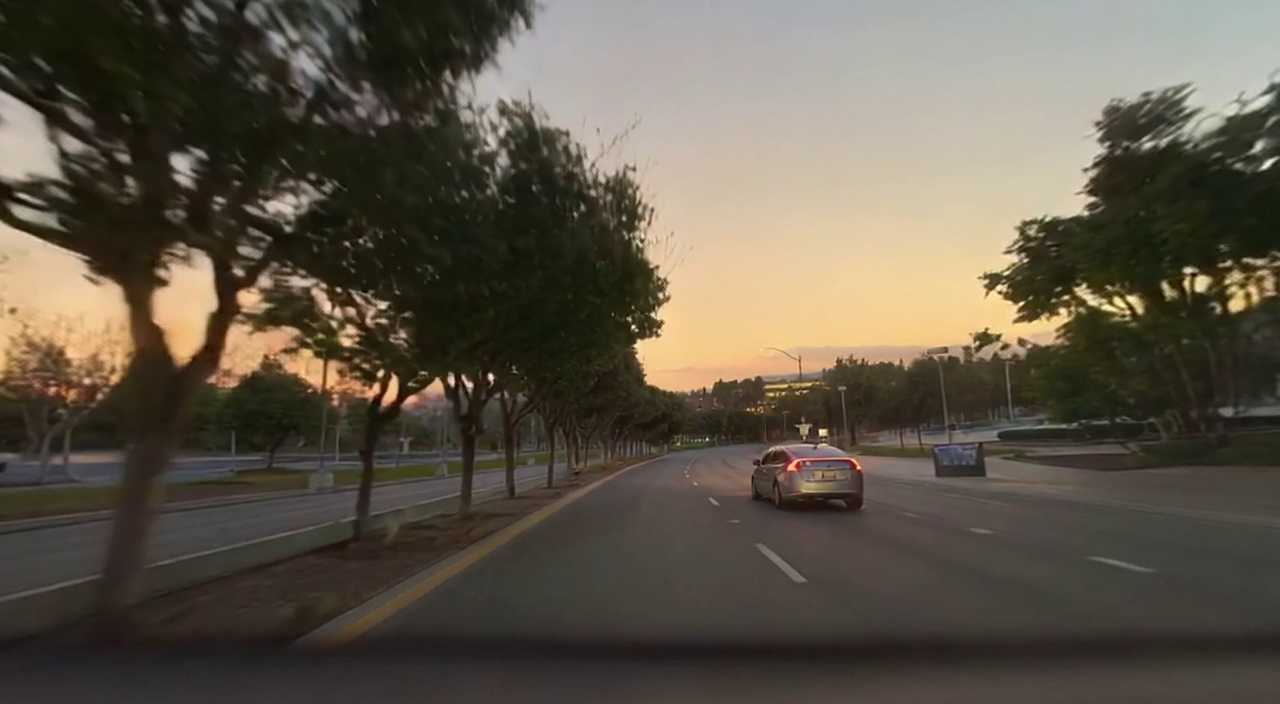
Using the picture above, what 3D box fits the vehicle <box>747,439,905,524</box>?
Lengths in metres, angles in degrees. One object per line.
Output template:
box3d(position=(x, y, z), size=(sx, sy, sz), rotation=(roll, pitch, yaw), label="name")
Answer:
box3d(position=(3.680, 2.641, 13.492), size=(1.928, 1.481, 4.453), rotation=(0, -9, -1), label="vehicle")
